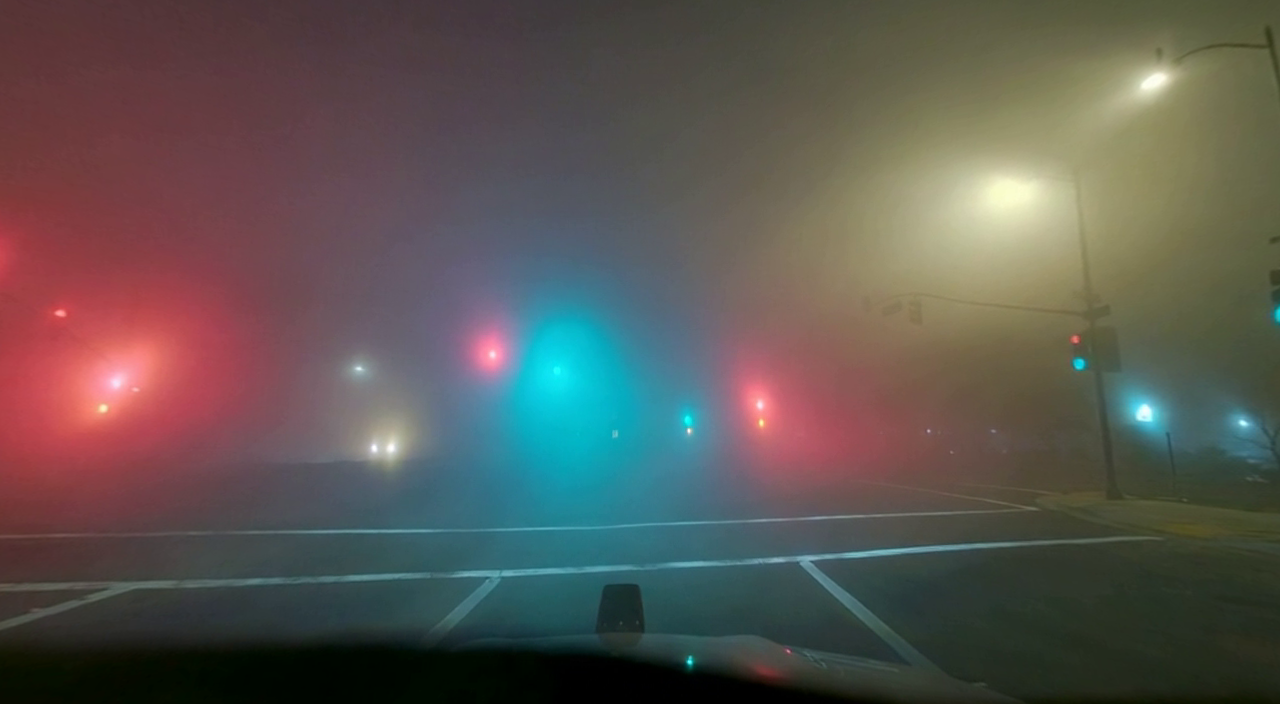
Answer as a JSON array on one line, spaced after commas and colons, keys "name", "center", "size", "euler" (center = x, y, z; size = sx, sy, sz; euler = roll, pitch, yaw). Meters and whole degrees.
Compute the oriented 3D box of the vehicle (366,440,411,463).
[{"name": "vehicle", "center": [-17.133, 6.808, 43.201], "size": [1.969, 1.464, 4.485], "euler": [1, -9, -10]}]
